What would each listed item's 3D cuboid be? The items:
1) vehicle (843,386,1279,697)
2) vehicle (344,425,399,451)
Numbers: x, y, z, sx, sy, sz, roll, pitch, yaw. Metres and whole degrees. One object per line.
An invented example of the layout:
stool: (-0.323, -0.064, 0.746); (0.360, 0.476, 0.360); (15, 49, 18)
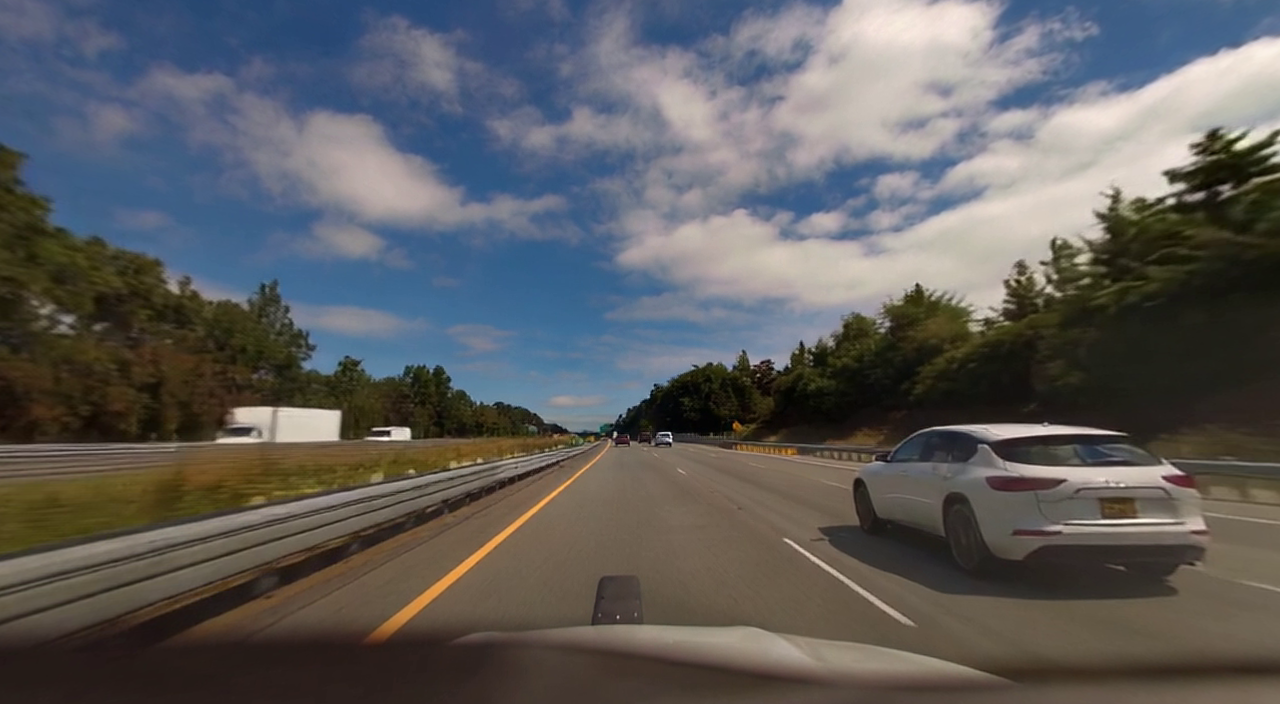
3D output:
vehicle: (3.350, 1.218, 5.199); (2.002, 1.569, 3.845); (0, -8, -1)
vehicle: (-16.930, 5.464, 39.941); (1.799, 1.545, 3.977); (0, -8, -1)
